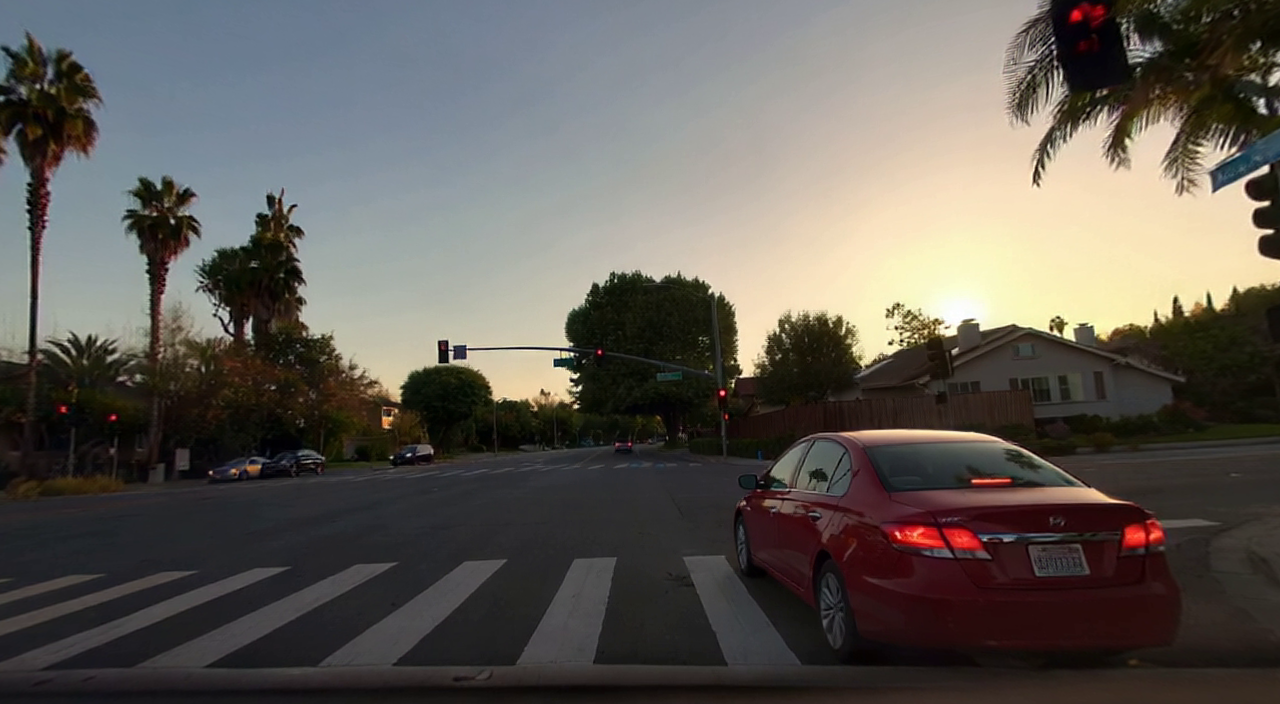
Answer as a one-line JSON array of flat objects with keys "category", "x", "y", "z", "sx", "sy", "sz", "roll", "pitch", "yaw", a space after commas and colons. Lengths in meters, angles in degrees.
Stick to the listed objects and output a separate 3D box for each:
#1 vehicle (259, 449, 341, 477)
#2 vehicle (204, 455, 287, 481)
[{"category": "vehicle", "x": -20.046, "y": 6.521, "z": 37.510, "sx": 2.084, "sy": 1.528, "sz": 4.778, "roll": 0, "pitch": -9, "yaw": 1}, {"category": "vehicle", "x": -24.106, "y": 7.090, "z": 38.800, "sx": 2.019, "sy": 1.427, "sz": 4.630, "roll": 0, "pitch": -9, "yaw": 1}]
